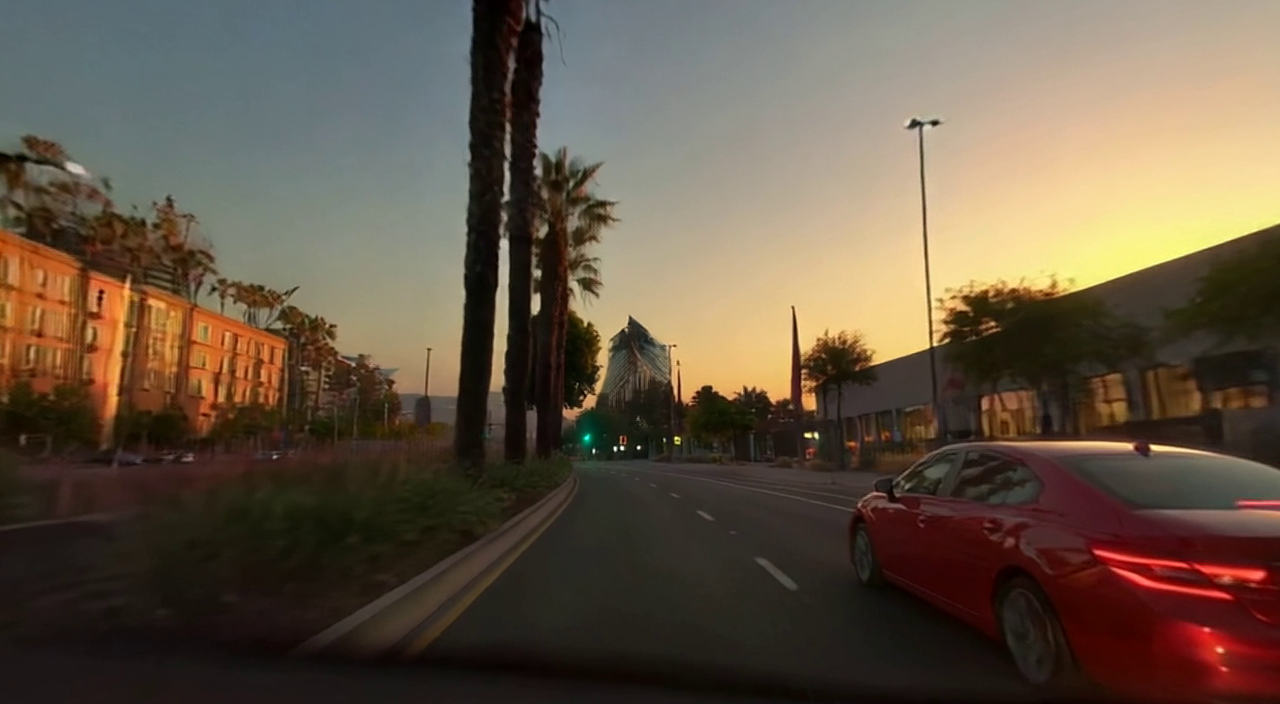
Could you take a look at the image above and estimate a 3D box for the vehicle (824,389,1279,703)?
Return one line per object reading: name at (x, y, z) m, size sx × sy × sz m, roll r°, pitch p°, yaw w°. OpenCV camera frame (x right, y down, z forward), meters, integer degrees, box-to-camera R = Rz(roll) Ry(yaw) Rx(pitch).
vehicle at (2.985, 1.242, 4.647) m, size 1.867 × 1.554 × 4.301 m, roll 0°, pitch -9°, yaw -1°
